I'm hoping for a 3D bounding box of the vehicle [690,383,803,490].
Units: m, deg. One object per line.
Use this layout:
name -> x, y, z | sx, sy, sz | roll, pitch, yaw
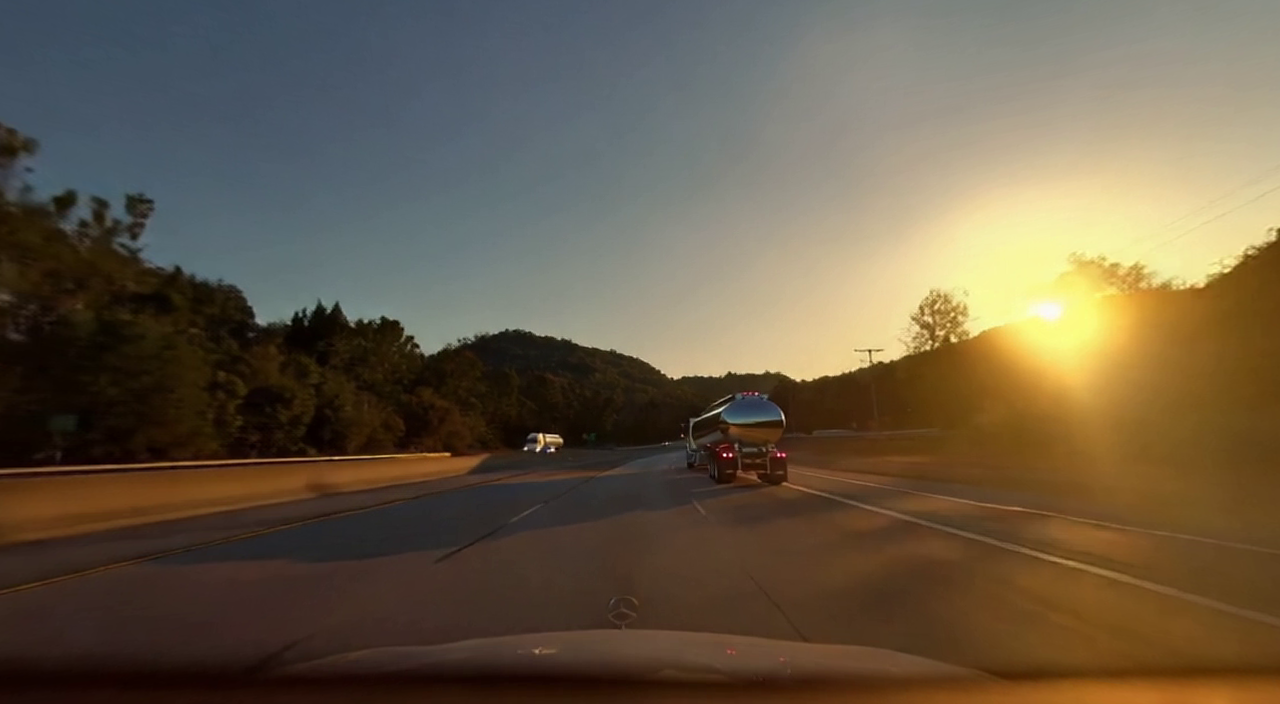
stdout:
vehicle -> 4.151, 3.914, 28.591 | 2.880, 3.624, 14.397 | 0, -9, 1
